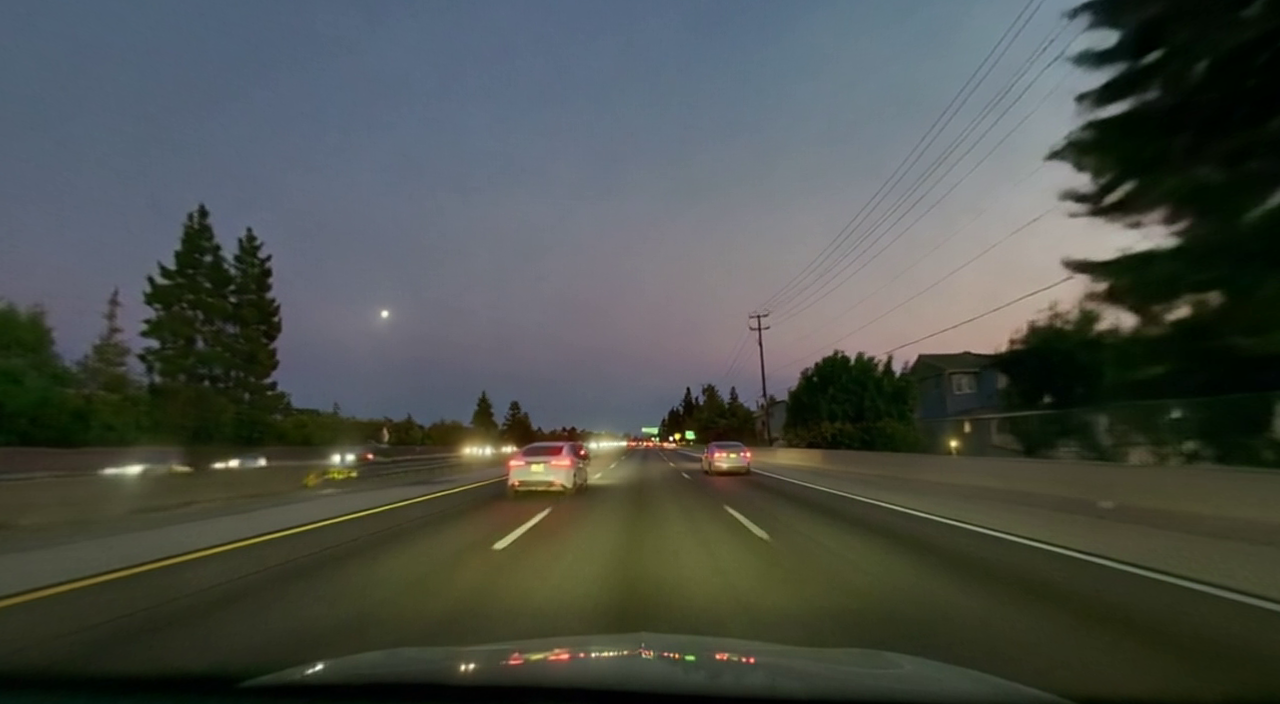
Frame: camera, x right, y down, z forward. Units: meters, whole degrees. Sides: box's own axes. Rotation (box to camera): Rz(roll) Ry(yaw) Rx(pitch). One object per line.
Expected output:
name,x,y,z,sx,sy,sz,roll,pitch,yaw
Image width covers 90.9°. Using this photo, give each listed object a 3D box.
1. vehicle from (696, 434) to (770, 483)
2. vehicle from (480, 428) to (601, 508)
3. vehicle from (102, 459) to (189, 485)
vehicle,3.244,3.797,22.734,1.996,1.579,3.841,0,-8,-1
vehicle,-2.169,2.681,15.079,2.049,1.620,4.153,0,-8,2
vehicle,-31.832,7.713,40.799,1.796,1.486,4.715,0,-8,1
